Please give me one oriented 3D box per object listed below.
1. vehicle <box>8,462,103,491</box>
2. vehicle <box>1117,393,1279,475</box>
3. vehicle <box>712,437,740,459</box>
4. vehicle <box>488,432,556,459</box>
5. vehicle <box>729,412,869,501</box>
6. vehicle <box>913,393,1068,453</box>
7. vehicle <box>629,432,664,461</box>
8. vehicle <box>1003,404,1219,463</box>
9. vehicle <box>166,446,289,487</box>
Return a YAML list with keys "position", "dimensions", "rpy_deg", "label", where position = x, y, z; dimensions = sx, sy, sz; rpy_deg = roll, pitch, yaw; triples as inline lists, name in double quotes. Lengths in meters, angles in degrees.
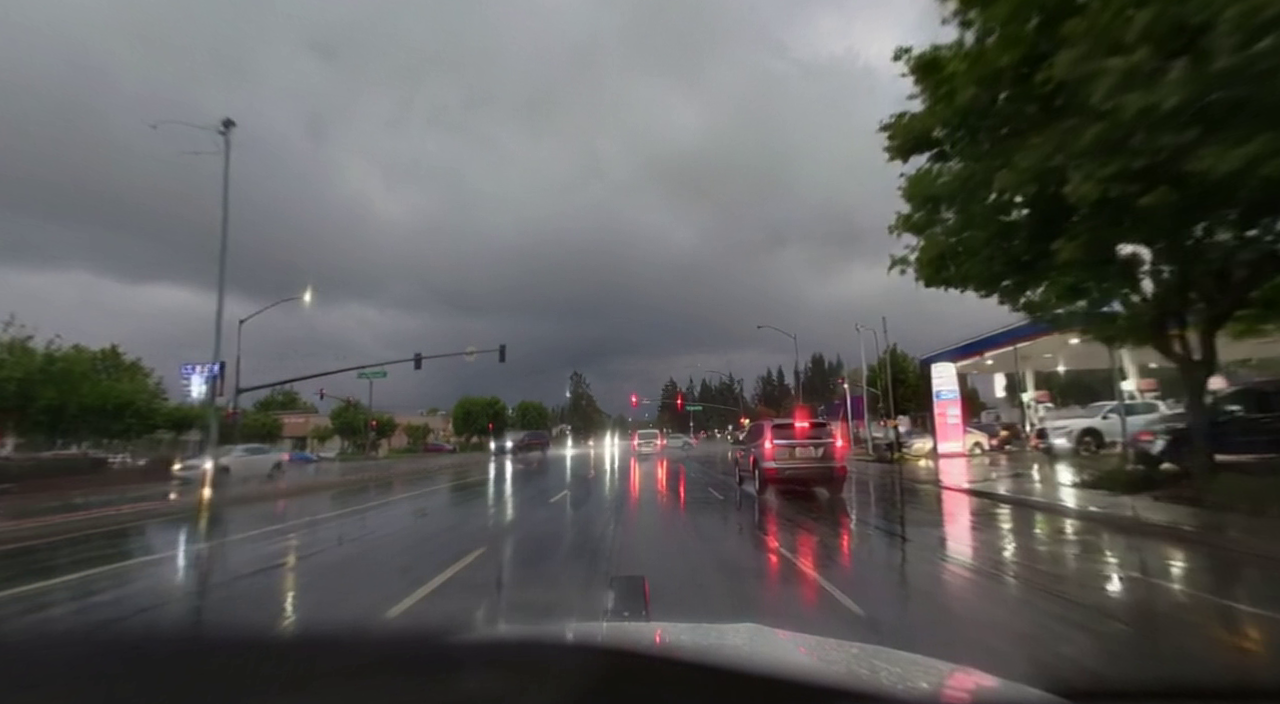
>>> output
- position: [-39.662, 8.448, 42.896]
  dimensions: [4.632, 1.454, 1.808]
  rpy_deg: [2, -9, -42]
  label: "vehicle"
- position: [16.239, 2.107, 16.939]
  dimensions: [5.066, 1.770, 2.080]
  rpy_deg: [-5, -7, -2]
  label: "vehicle"
- position: [5.806, 6.558, 43.009]
  dimensions: [1.719, 1.420, 4.007]
  rpy_deg: [-1, -8, 6]
  label: "vehicle"
- position: [-9.158, 7.347, 49.479]
  dimensions: [2.191, 1.984, 5.431]
  rpy_deg: [-5, -10, 31]
  label: "vehicle"
- position: [3.528, 2.441, 14.949]
  dimensions: [2.083, 1.779, 4.347]
  rpy_deg: [0, -8, -1]
  label: "vehicle"
- position: [16.487, 3.423, 29.897]
  dimensions: [5.790, 2.675, 2.554]
  rpy_deg: [1, -8, -4]
  label: "vehicle"
- position: [0.444, 5.895, 39.483]
  dimensions: [2.067, 1.702, 3.987]
  rpy_deg: [0, -8, 2]
  label: "vehicle"
- position: [16.189, 2.845, 21.926]
  dimensions: [5.659, 1.947, 2.165]
  rpy_deg: [0, -8, 1]
  label: "vehicle"
- position: [-17.996, 4.985, 27.812]
  dimensions: [1.883, 1.623, 4.588]
  rpy_deg: [-1, -9, 8]
  label: "vehicle"
